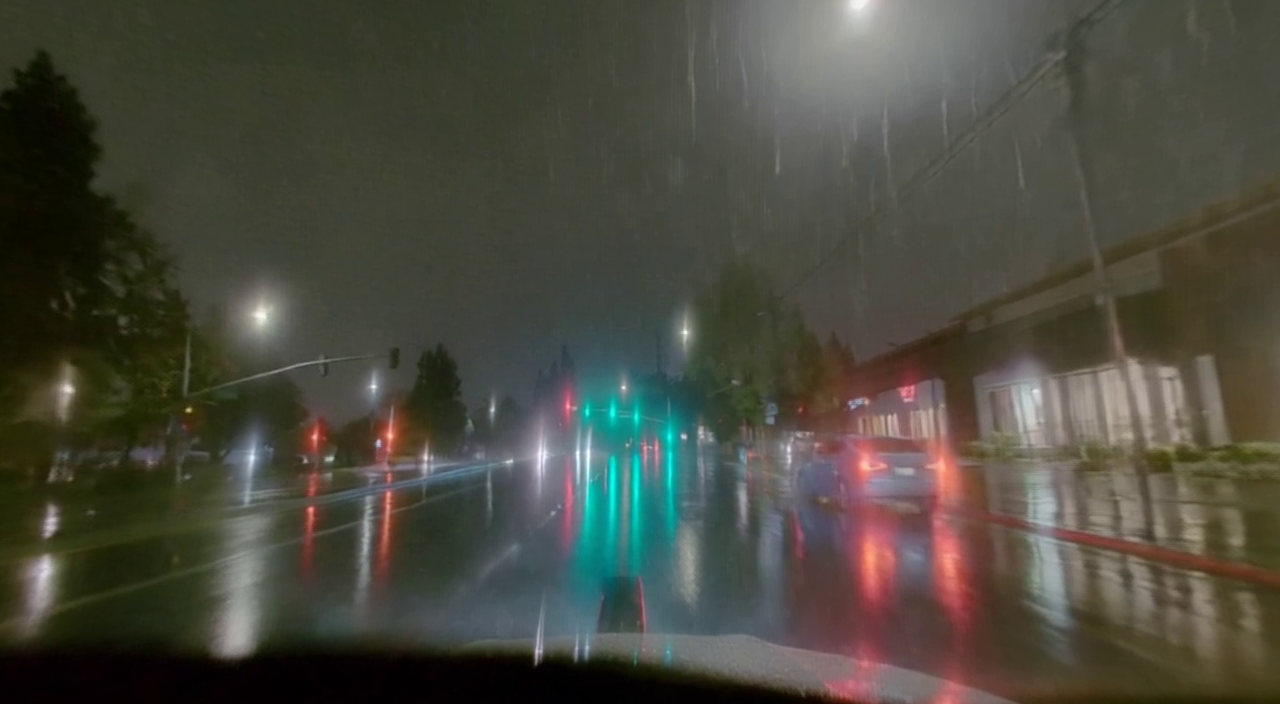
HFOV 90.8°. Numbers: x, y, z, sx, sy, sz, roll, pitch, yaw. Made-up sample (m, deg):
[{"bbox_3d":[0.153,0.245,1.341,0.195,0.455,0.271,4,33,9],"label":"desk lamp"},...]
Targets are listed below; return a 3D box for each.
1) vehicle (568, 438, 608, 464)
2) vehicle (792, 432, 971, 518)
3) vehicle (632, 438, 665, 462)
[{"bbox_3d":[-3.096,6.021,38.532,2.032,1.467,4.411,0,-8,1],"label":"vehicle"},{"bbox_3d":[4.729,2.454,13.112,1.942,1.469,4.049,0,-8,-3],"label":"vehicle"},{"bbox_3d":[0.580,6.373,41.320,2.059,1.456,4.047,0,-8,1],"label":"vehicle"}]
